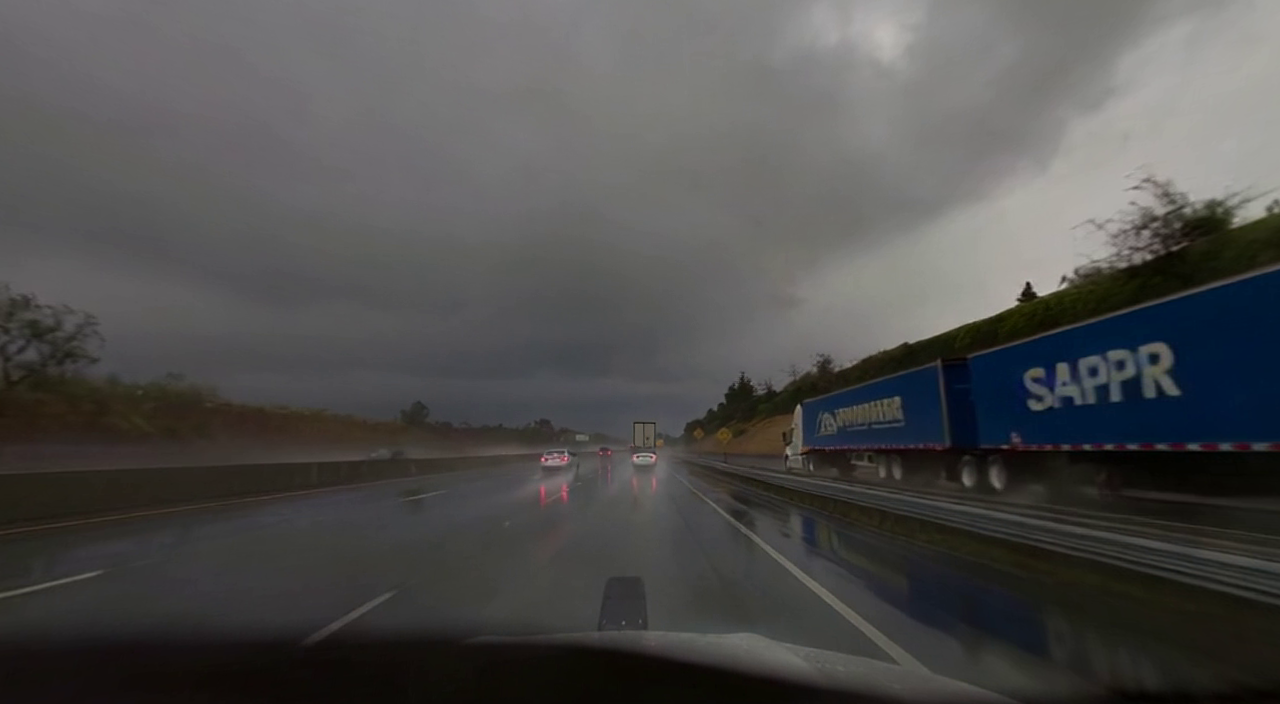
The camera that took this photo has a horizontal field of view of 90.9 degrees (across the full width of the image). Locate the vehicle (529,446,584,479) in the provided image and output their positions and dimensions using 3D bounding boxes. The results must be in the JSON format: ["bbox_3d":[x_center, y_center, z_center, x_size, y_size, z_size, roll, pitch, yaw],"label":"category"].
[{"bbox_3d":[-4.017,5.385,31.020,2.018,1.504,4.431,0,-9,1],"label":"vehicle"}]

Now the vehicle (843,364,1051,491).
[{"bbox_3d":[11.536,3.164,25.311,3.020,4.143,9.468,1,-9,-4],"label":"vehicle"}]

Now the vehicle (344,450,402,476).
[{"bbox_3d":[-15.498,6.444,36.793,1.724,1.432,3.724,0,-9,0],"label":"vehicle"}]

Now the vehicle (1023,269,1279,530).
[{"bbox_3d":[11.638,0.739,9.912,2.926,4.094,13.856,0,-9,2],"label":"vehicle"}]

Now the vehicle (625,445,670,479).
[{"bbox_3d":[0.315,5.210,29.970,1.991,1.507,3.391,0,-9,-1],"label":"vehicle"}]
